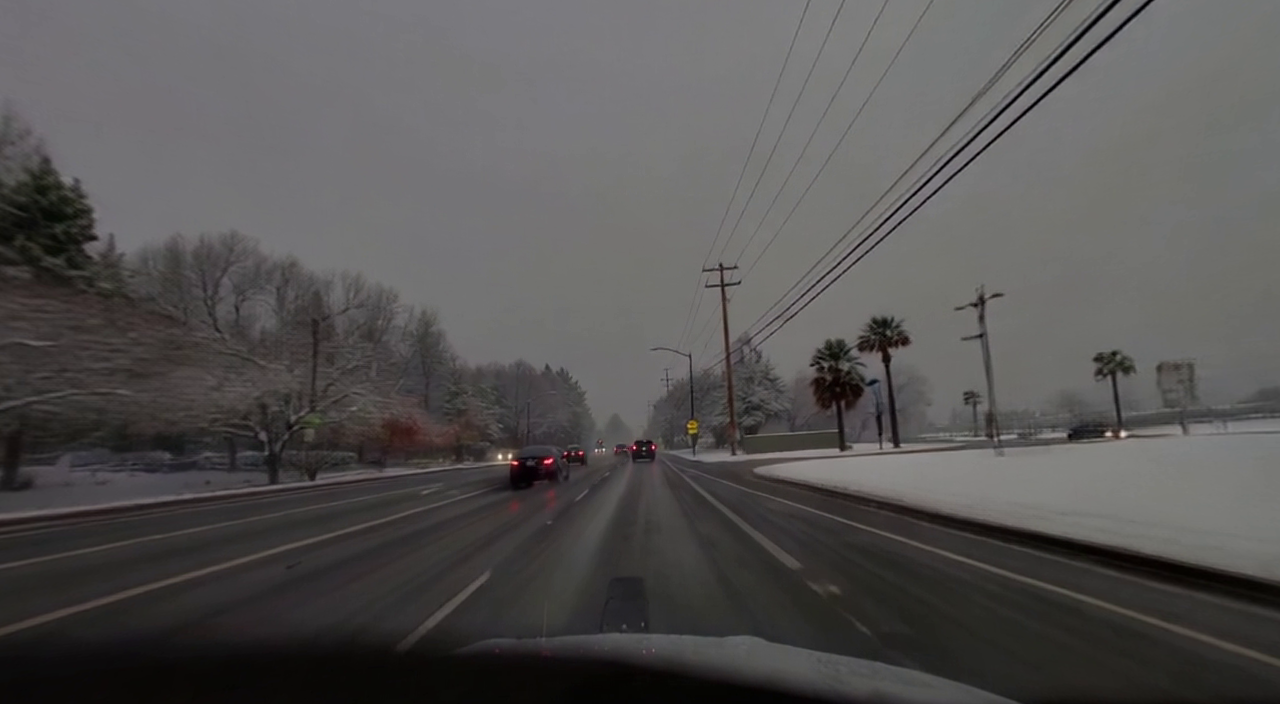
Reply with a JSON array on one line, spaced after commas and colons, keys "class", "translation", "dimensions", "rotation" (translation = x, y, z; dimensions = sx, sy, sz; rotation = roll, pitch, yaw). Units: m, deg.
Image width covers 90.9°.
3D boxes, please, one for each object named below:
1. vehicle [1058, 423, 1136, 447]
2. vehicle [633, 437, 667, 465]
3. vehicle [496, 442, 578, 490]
[{"class": "vehicle", "translation": [32.189, 5.941, 44.606], "dimensions": [1.806, 1.552, 4.740], "rotation": [0, -9, -2]}, {"class": "vehicle", "translation": [0.666, 6.760, 42.875], "dimensions": [2.155, 1.781, 3.977], "rotation": [-1, -9, 0]}, {"class": "vehicle", "translation": [-3.395, 3.828, 21.534], "dimensions": [1.982, 1.451, 4.152], "rotation": [-1, -9, 2]}]
